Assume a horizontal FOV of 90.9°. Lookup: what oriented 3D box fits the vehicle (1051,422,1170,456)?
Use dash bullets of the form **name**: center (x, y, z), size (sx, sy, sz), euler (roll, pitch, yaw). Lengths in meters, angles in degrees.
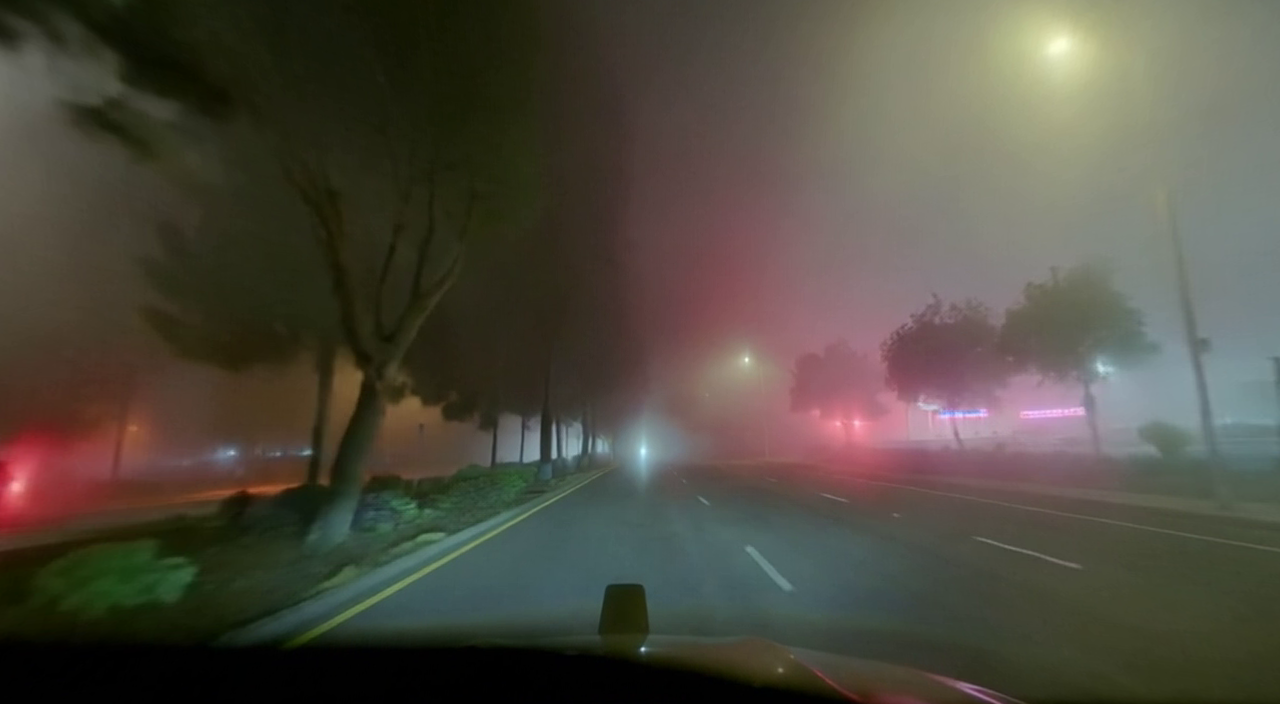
- **vehicle**: center (32.013, 5.918, 43.005), size (6.116, 1.924, 2.287), euler (-3, -8, 1)
